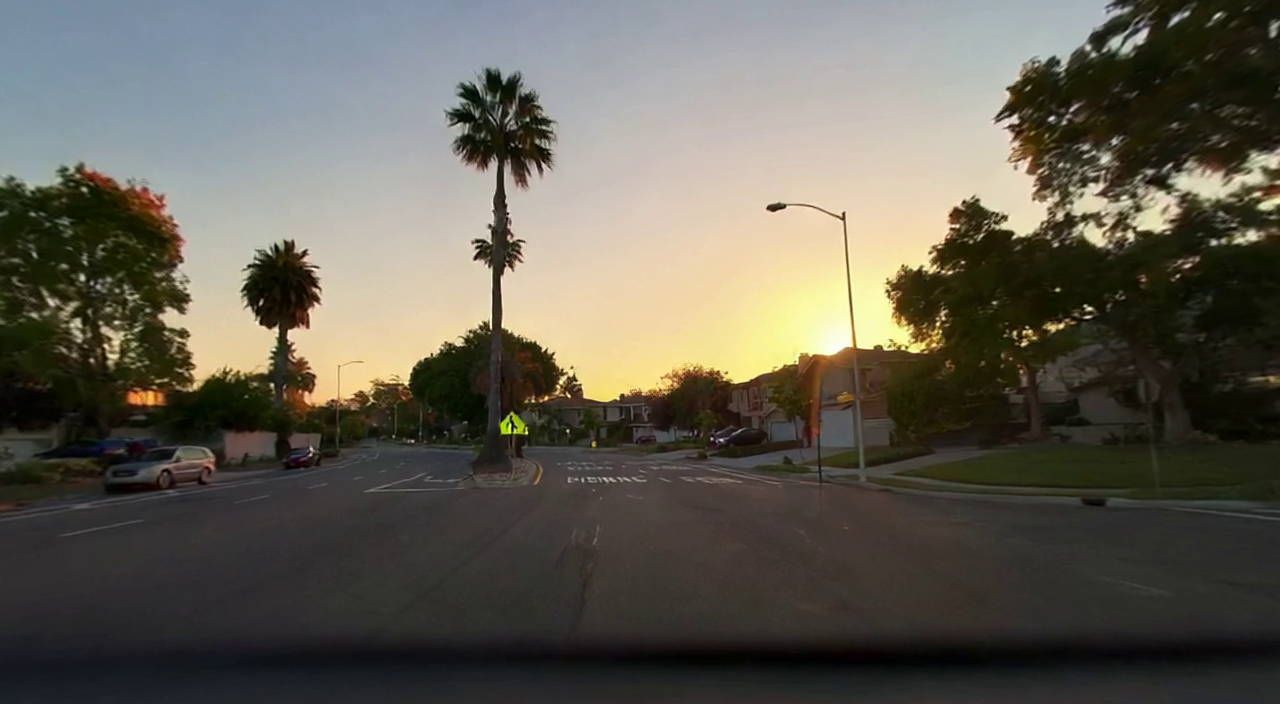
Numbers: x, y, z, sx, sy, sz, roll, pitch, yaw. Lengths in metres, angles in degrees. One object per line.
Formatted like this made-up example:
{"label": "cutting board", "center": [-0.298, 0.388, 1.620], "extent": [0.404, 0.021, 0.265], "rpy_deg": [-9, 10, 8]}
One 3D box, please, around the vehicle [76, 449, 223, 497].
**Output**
{"label": "vehicle", "center": [-17.626, 4.326, 23.030], "extent": [1.997, 1.514, 4.632], "rpy_deg": [1, -8, -6]}

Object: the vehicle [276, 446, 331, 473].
{"label": "vehicle", "center": [-20.580, 6.543, 38.720], "extent": [1.941, 1.470, 4.384], "rpy_deg": [0, -8, -14]}

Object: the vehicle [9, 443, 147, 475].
{"label": "vehicle", "center": [-27.342, 5.195, 30.777], "extent": [4.674, 1.506, 2.028], "rpy_deg": [0, -8, -2]}
